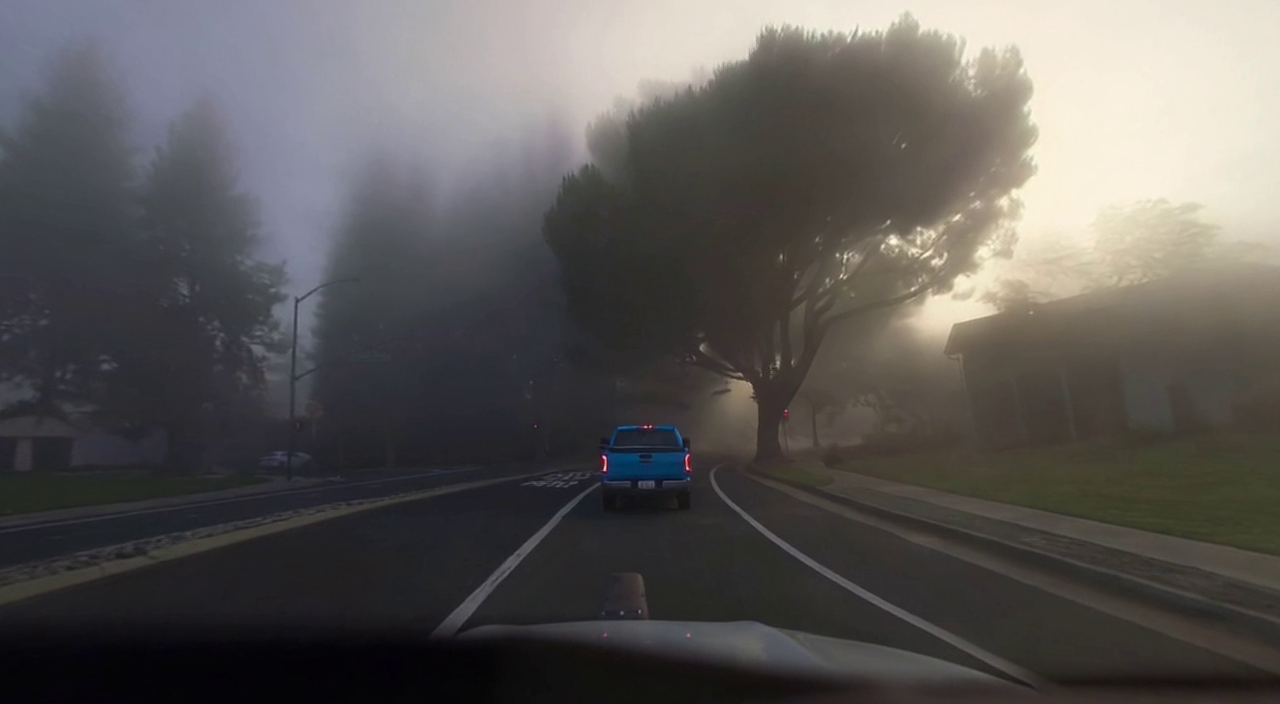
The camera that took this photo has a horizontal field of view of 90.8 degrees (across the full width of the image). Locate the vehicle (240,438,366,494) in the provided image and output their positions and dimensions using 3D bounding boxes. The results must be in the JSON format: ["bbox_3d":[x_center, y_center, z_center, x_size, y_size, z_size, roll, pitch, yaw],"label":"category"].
[{"bbox_3d":[-12.971,4.379,24.779,2.053,1.822,4.852,-2,-7,4],"label":"vehicle"}]

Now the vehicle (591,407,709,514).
[{"bbox_3d":[0.240,2.341,14.002,2.153,1.942,4.767,0,-9,2],"label":"vehicle"}]
